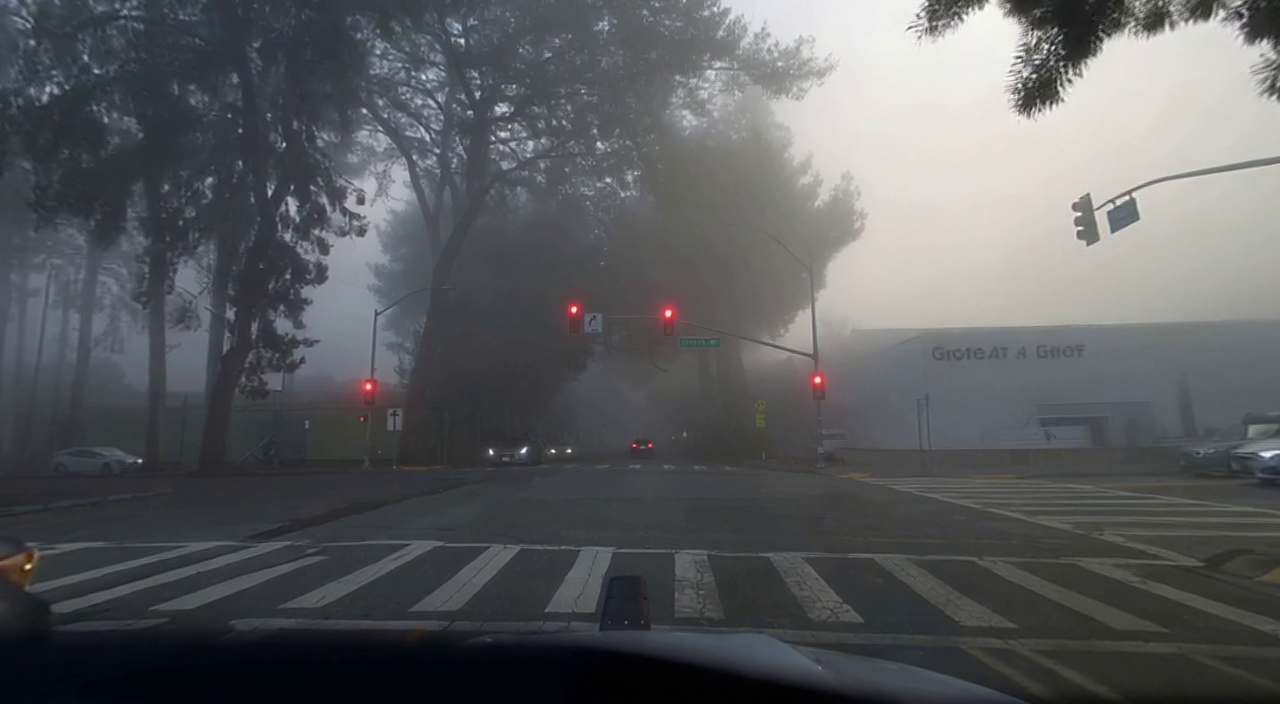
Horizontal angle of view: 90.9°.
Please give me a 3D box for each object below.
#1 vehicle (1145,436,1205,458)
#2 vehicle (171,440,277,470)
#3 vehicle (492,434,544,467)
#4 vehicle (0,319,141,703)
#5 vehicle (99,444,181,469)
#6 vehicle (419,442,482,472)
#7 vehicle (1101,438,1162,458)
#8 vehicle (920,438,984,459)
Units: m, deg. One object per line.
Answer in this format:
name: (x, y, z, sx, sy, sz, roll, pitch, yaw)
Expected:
vehicle: (41.213, 7.366, 48.696, 1.767, 1.456, 4.191, -5, -12, 15)
vehicle: (-24.545, 6.070, 37.315, 4.844, 1.690, 2.028, 0, -8, 2)
vehicle: (-7.160, 5.851, 37.451, 2.081, 1.818, 4.782, 0, -8, 1)
vehicle: (-3.423, 0.519, 0.692, 2.000, 1.789, 4.638, 0, -8, -2)
vehicle: (-38.665, 8.066, 48.826, 4.516, 1.834, 2.016, 0, -8, -1)
vehicle: (-10.635, 5.903, 35.701, 2.041, 1.548, 4.868, 0, -8, 0)
vehicle: (38.492, 7.544, 49.500, 1.837, 1.514, 4.786, -2, -9, 13)
vehicle: (21.472, 6.646, 43.376, 3.576, 1.425, 1.702, 2, -9, -12)
